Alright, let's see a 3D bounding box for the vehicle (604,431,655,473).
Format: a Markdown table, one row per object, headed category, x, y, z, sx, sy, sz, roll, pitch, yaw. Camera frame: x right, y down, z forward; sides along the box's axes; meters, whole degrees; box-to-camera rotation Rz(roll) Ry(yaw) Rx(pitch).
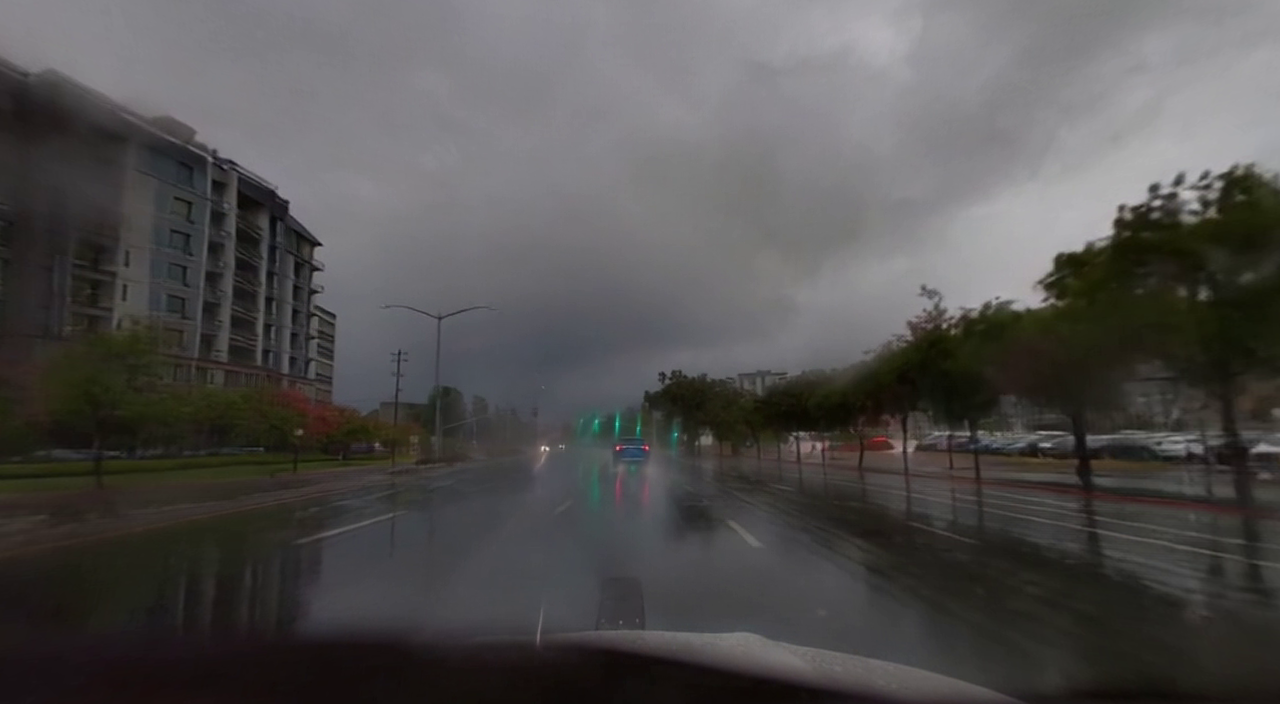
| category | x | y | z | sx | sy | sz | roll | pitch | yaw |
| --- | --- | --- | --- | --- | --- | --- | --- | --- | --- |
| vehicle | -0.569 | 4.811 | 30.672 | 2.260 | 1.872 | 4.578 | 0 | -8 | -2 |
